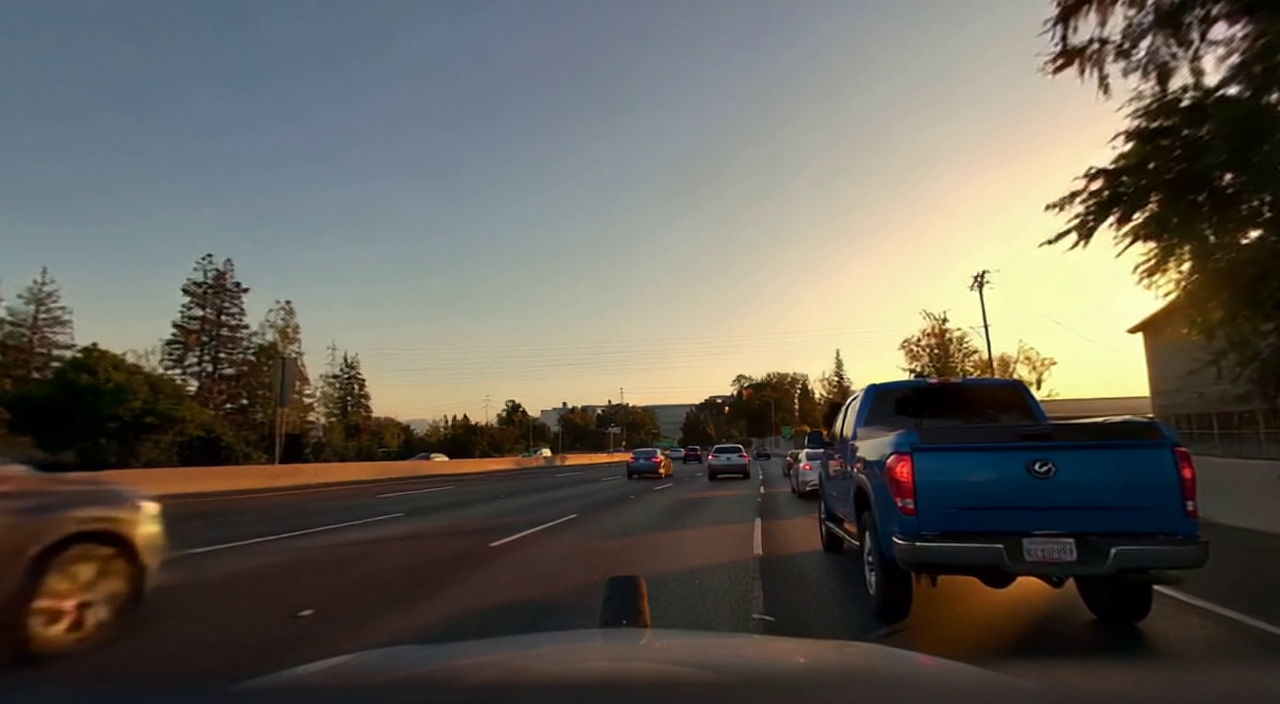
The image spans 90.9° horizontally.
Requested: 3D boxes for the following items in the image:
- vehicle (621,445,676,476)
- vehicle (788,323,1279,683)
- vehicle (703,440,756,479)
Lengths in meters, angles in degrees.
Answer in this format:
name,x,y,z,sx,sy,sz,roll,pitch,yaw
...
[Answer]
name,x,y,z,sx,sy,sz,roll,pitch,yaw
vehicle,0.516,5.689,33.379,2.119,1.478,4.644,-2,-8,11
vehicle,3.363,1.379,7.277,3.024,2.092,6.797,-2,-8,12
vehicle,4.266,4.981,29.471,2.080,1.682,4.150,-2,-9,12
